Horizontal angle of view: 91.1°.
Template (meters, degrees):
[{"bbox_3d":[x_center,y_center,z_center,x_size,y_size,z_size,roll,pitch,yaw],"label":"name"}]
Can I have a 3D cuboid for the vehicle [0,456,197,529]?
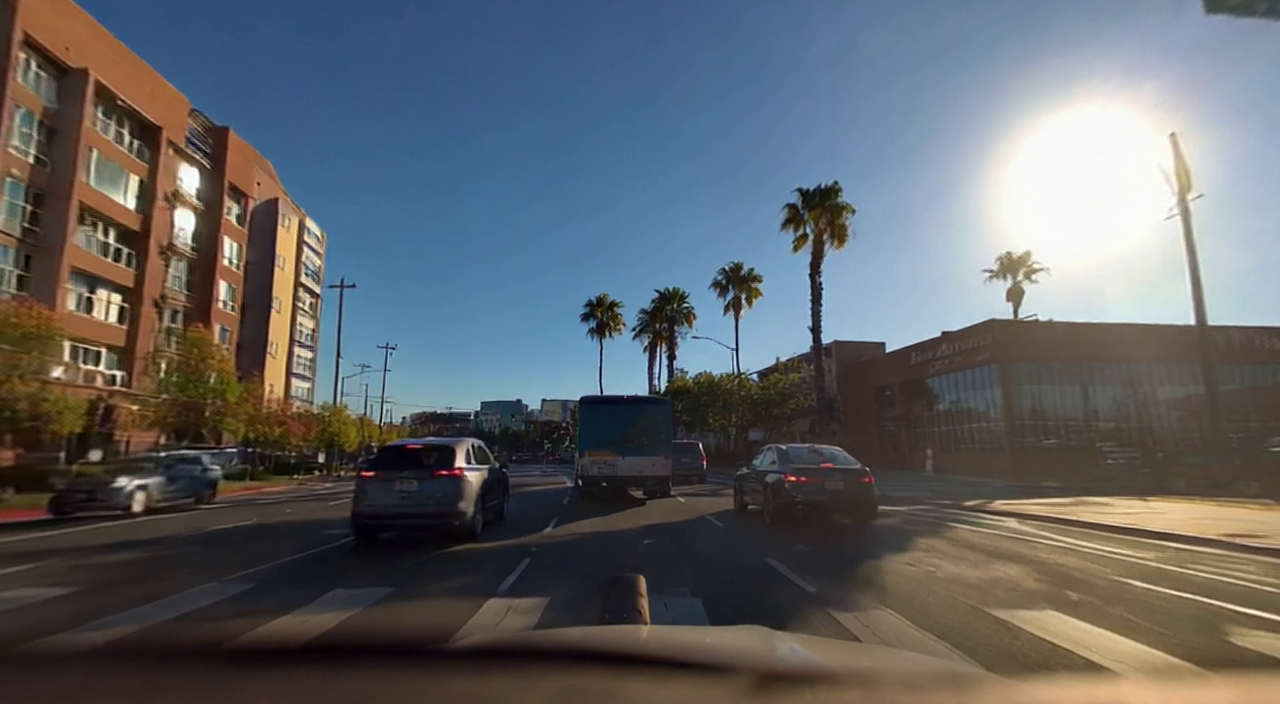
[{"bbox_3d":[-13.959,3.481,16.117,1.931,1.484,4.519,0,-8,-1],"label":"vehicle"}]

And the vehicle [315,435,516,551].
[{"bbox_3d":[-3.503,2.247,10.827,2.033,1.555,4.408,0,-8,-3],"label":"vehicle"}]

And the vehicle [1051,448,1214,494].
[{"bbox_3d":[19.275,4.615,24.861,1.942,1.583,4.579,3,-9,-23],"label":"vehicle"}]

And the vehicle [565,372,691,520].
[{"bbox_3d":[-0.564,2.317,15.708,2.517,2.926,6.177,1,-8,-6],"label":"vehicle"}]

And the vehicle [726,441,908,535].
[{"bbox_3d":[3.241,2.569,12.699,1.978,1.507,4.636,0,-8,-5],"label":"vehicle"}]

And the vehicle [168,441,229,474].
[{"bbox_3d":[-27.244,6.480,38.888,1.981,1.887,4.441,3,-9,-21],"label":"vehicle"}]
